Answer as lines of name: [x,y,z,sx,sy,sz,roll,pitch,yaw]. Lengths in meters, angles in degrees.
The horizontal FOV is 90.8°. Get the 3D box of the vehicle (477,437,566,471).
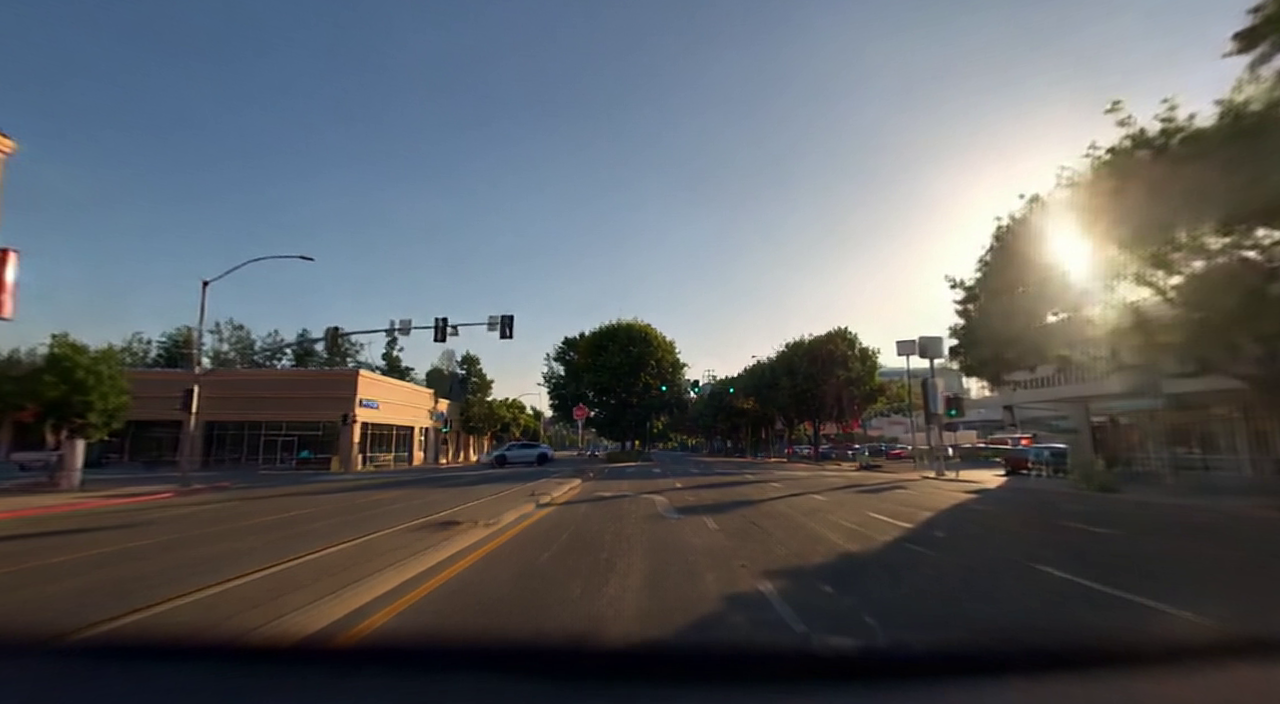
vehicle: [-6.305,5.481,33.986,4.408,1.728,2.010,0,-8,0]

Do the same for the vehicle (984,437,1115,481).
vehicle: [22.703,5.931,35.323,2.195,2.201,5.616,5,-10,-28]

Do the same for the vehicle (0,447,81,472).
vehicle: [-44.311,7.892,46.542,4.275,1.724,1.979,0,-9,0]

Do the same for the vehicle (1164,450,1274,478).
vehicle: [36.424,7.021,39.905,1.868,1.566,4.647,5,-10,-29]
